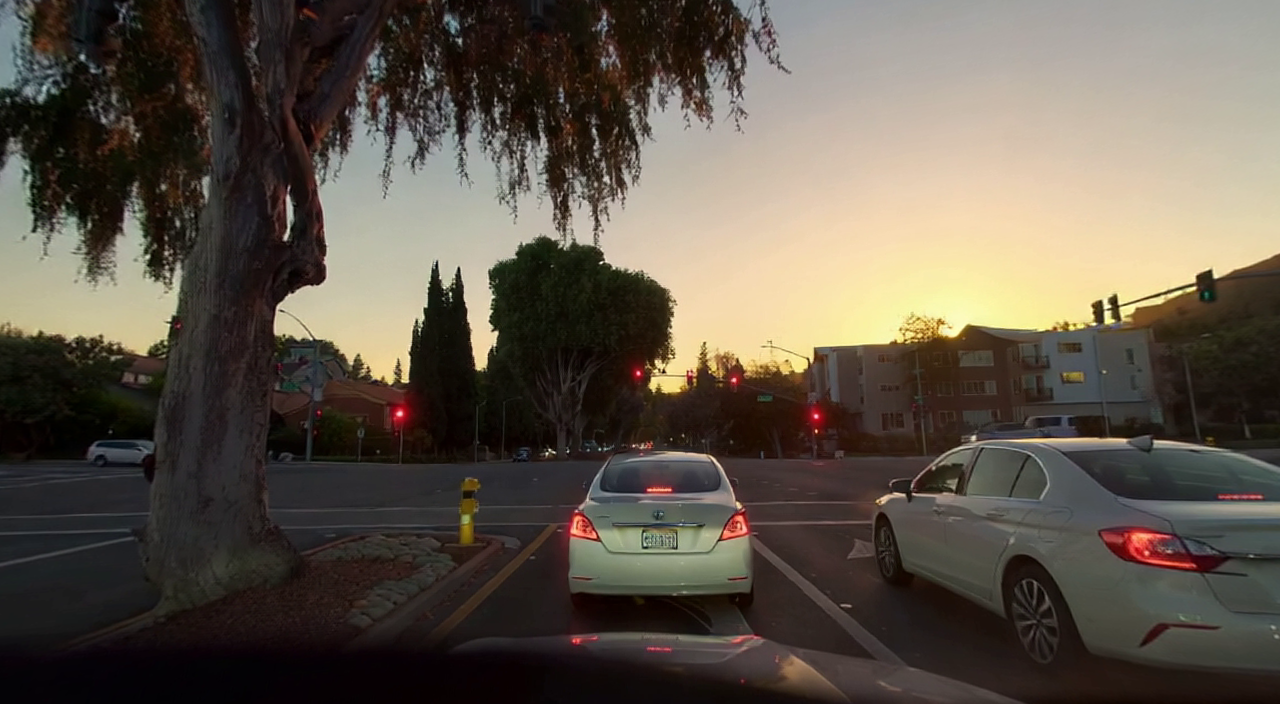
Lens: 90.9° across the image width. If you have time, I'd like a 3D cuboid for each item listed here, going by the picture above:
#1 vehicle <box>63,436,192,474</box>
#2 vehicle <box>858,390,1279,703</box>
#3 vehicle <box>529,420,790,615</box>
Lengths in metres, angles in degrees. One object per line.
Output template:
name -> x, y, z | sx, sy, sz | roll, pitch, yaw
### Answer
vehicle -> -24.272, 4.869, 29.991 | 4.450, 1.684, 1.894 | 0, -8, 0
vehicle -> 3.176, 1.127, 3.897 | 1.931, 1.493, 4.555 | 0, -8, -1
vehicle -> 0.111, 1.566, 6.874 | 2.017, 1.485, 3.813 | 0, -8, -1
